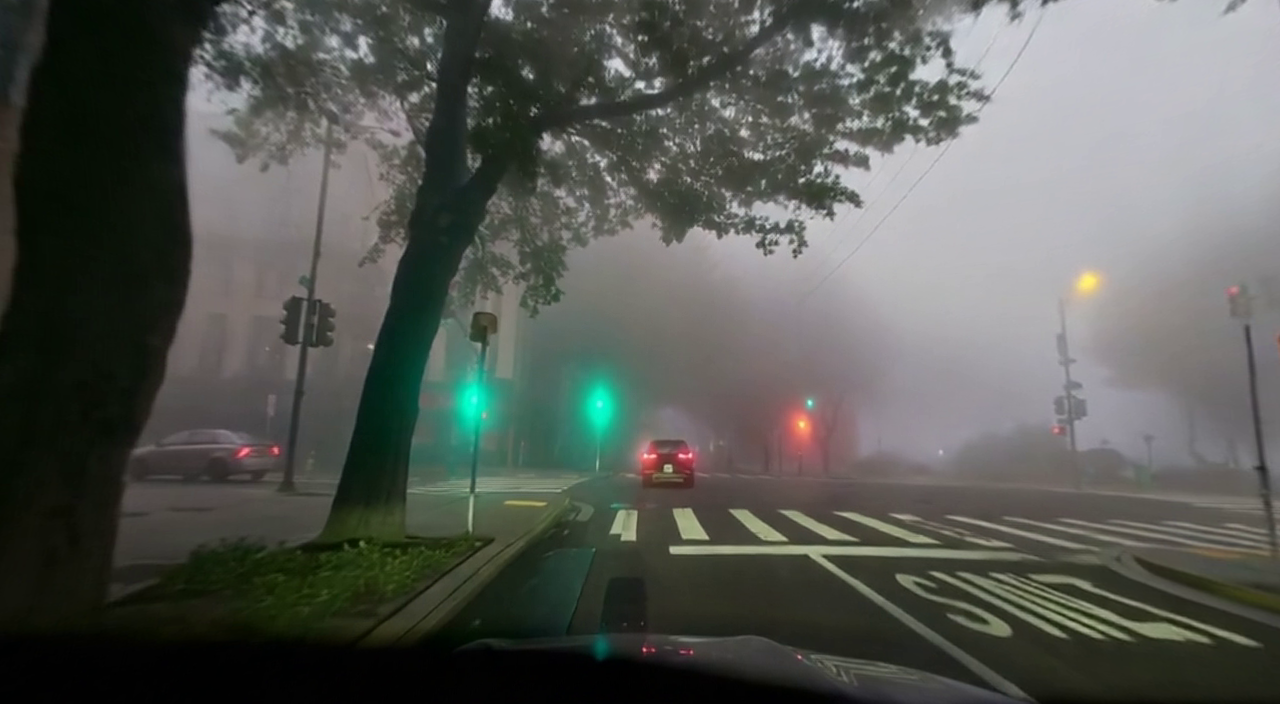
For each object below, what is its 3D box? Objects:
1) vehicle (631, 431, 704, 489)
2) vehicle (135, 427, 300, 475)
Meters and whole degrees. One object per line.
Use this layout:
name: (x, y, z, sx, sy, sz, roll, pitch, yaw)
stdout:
vehicle: (0.838, 3.391, 20.115, 2.079, 1.621, 3.861, -1, -8, 1)
vehicle: (-14.345, 3.383, 21.576, 4.282, 1.519, 2.077, -2, -8, 7)
